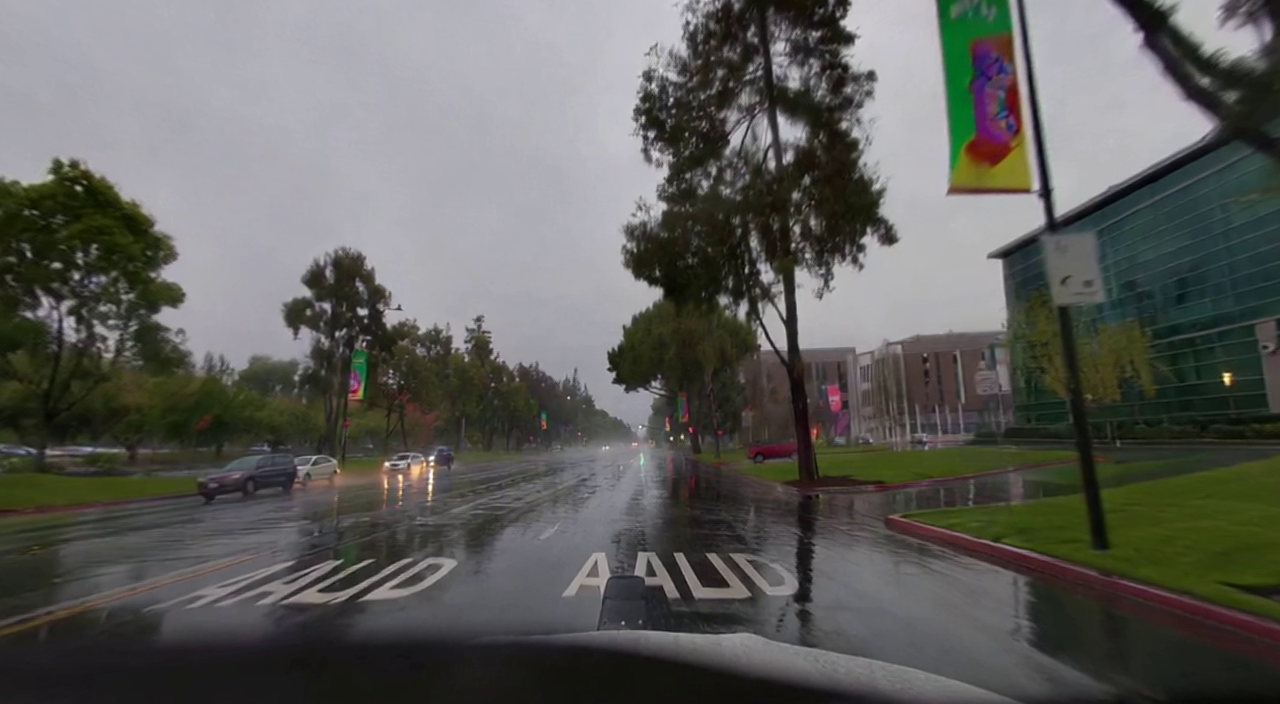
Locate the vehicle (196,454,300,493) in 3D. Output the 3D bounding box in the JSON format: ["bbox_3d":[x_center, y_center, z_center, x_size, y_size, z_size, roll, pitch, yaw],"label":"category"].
[{"bbox_3d":[-17.187,5.308,27.816,1.829,1.508,4.377,0,-9,0],"label":"vehicle"}]

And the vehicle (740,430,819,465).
[{"bbox_3d":[9.541,6.578,43.143,4.716,1.672,2.330,-8,-8,-1],"label":"vehicle"}]

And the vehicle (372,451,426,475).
[{"bbox_3d":[-16.989,7.807,44.515,1.873,1.544,4.794,0,-9,2],"label":"vehicle"}]

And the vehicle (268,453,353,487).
[{"bbox_3d":[-17.139,6.129,32.945,2.020,1.471,4.419,-3,-9,1],"label":"vehicle"}]
